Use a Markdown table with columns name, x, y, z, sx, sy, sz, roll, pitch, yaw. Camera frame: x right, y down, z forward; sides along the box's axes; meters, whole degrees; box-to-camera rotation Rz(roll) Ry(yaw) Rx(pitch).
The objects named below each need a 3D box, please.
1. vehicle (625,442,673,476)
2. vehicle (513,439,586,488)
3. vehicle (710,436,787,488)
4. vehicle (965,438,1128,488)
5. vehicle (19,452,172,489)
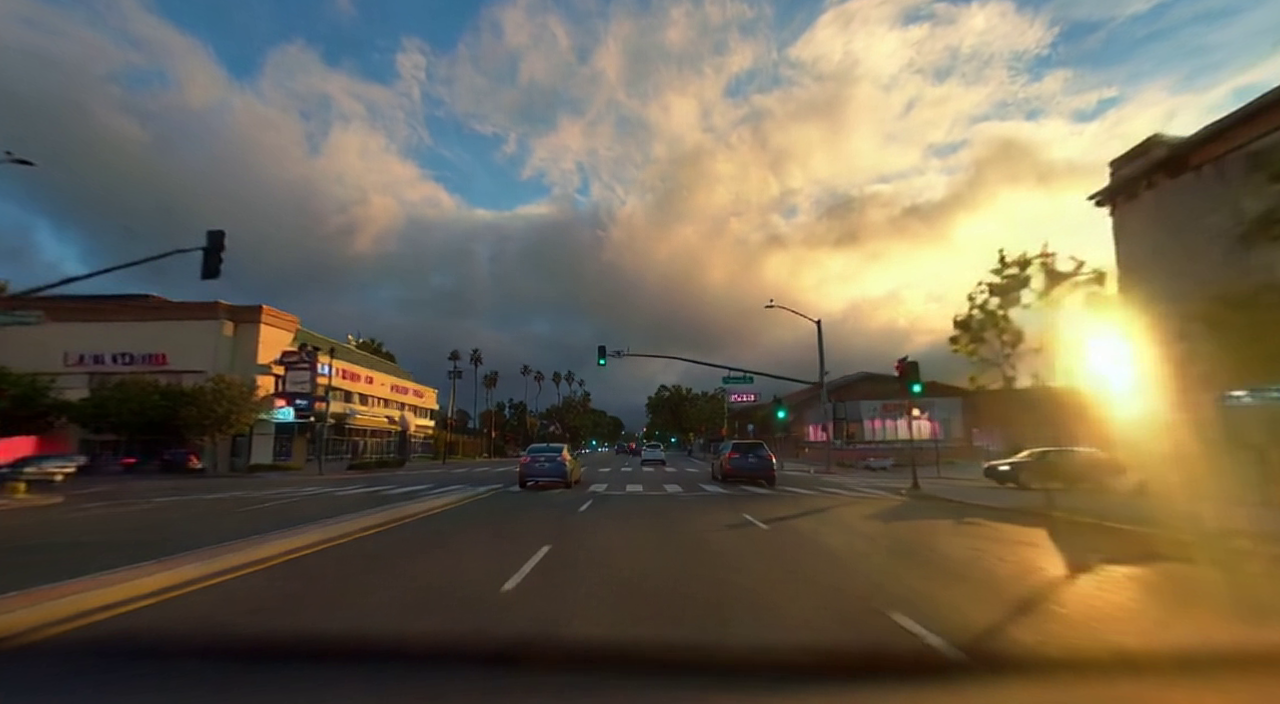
| name | x | y | z | sx | sy | sz | roll | pitch | yaw |
| --- | --- | --- | --- | --- | --- | --- | --- | --- | --- |
| vehicle | 0.390 | 4.955 | 29.454 | 2.103 | 1.468 | 4.094 | 0 | -9 | 0 |
| vehicle | -3.042 | 3.844 | 22.035 | 1.860 | 1.510 | 4.073 | 0 | -9 | 1 |
| vehicle | 3.655 | 3.786 | 21.945 | 1.987 | 1.637 | 3.896 | 0 | -9 | 0 |
| vehicle | 15.728 | 4.315 | 24.609 | 4.921 | 1.841 | 1.957 | 0 | -9 | 1 |
| vehicle | -23.767 | 5.167 | 27.651 | 4.890 | 1.514 | 1.908 | 0 | -9 | -1 |
